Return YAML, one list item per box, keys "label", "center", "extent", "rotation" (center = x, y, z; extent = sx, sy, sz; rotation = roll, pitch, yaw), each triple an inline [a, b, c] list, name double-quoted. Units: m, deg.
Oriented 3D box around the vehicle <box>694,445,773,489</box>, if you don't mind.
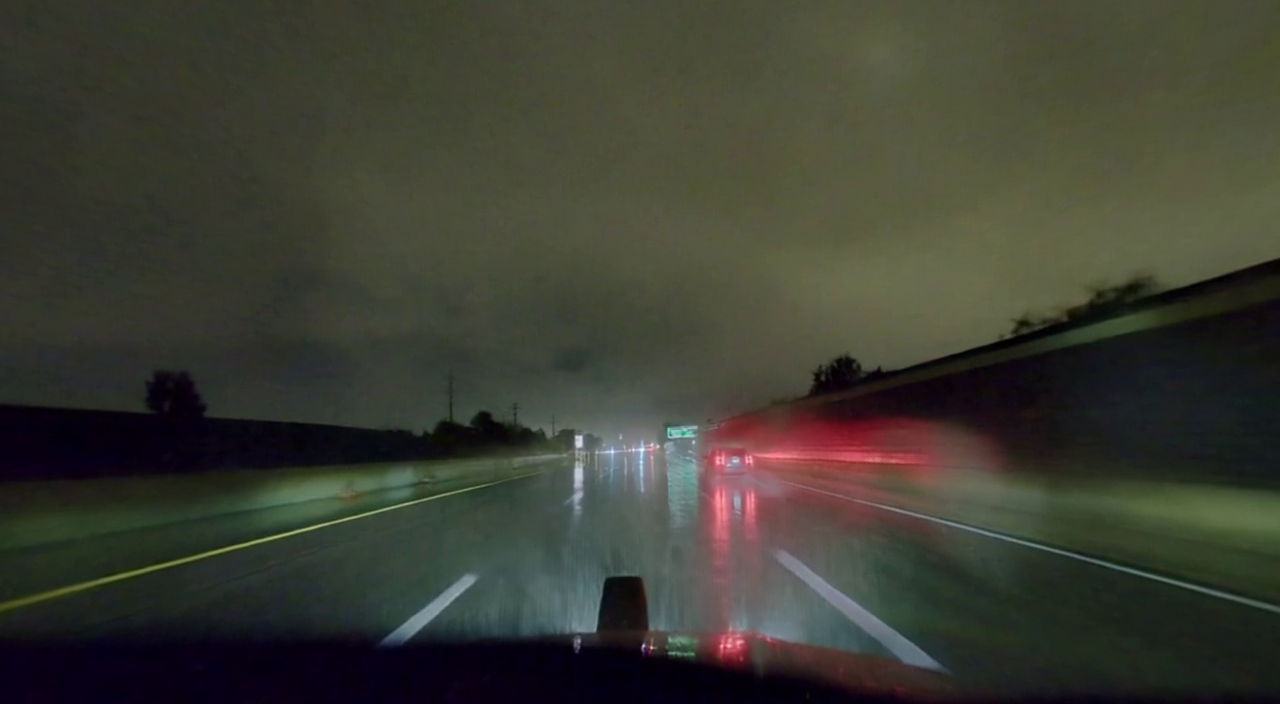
- label: "vehicle"
  center: [3.382, 4.229, 23.692]
  extent: [2.193, 1.462, 4.533]
  rotation: [0, -8, -1]
